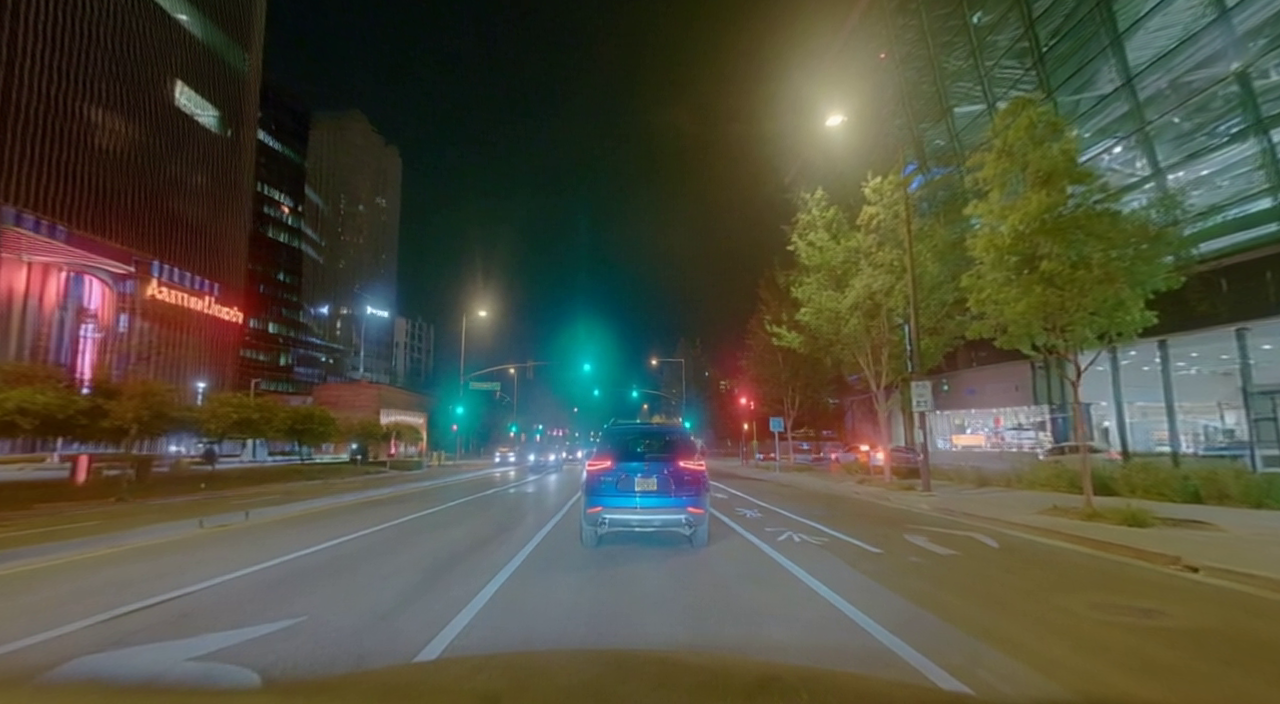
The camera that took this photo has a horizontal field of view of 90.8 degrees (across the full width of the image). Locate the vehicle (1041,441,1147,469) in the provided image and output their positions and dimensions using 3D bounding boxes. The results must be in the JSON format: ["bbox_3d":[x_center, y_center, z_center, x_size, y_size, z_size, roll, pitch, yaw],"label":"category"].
[{"bbox_3d":[26.561,6.043,37.064,4.571,1.558,2.171,0,-9,-2],"label":"vehicle"}]

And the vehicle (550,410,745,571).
[{"bbox_3d":[-0.003,1.850,9.168,2.183,1.765,4.059,0,-9,-3],"label":"vehicle"}]

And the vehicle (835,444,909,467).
[{"bbox_3d":[16.153,7.194,44.055,4.422,1.563,1.751,0,-8,-2],"label":"vehicle"}]

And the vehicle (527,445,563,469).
[{"bbox_3d":[-6.910,7.678,46.484,2.028,1.655,4.189,0,-9,0],"label":"vehicle"}]
